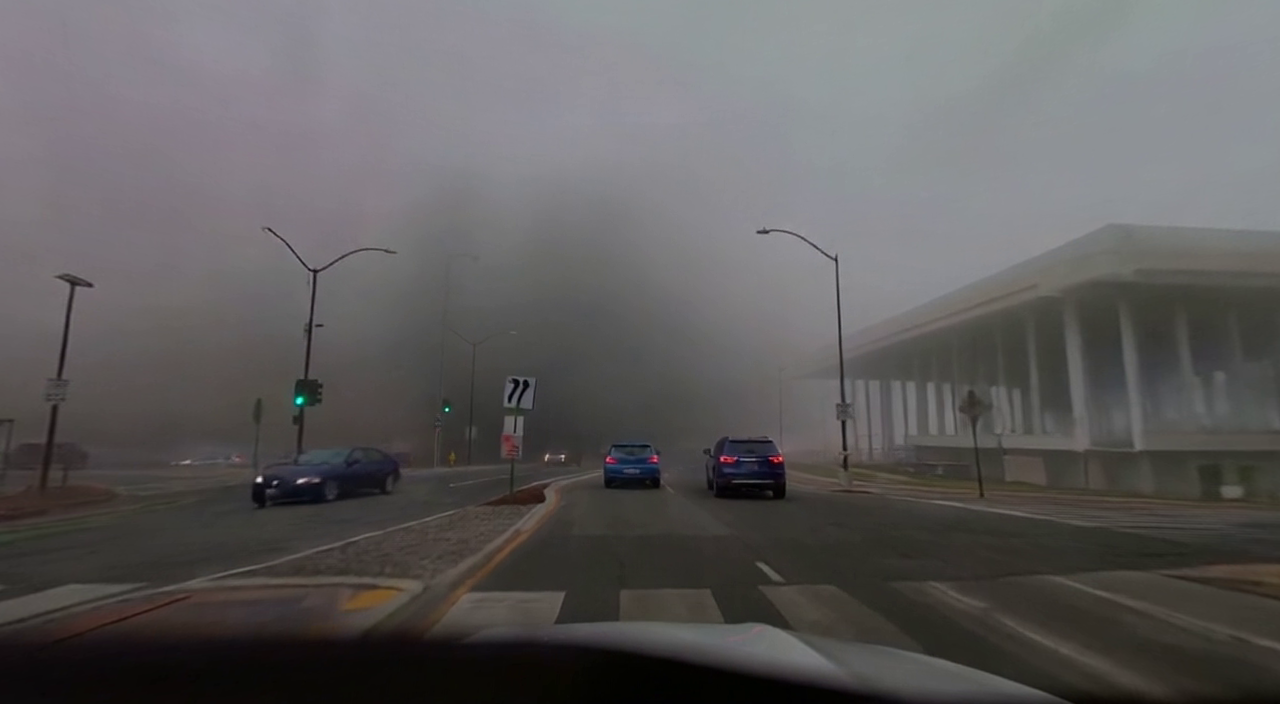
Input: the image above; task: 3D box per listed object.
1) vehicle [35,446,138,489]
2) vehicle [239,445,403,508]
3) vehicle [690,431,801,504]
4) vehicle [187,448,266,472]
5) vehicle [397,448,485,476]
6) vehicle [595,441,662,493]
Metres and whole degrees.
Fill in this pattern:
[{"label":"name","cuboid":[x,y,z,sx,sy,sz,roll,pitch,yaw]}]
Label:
[{"label":"vehicle","cuboid":[-22.123,4.520,25.136,4.653,1.459,2.228,-6,-10,39]},{"label":"vehicle","cuboid":[-8.778,3.443,17.996,2.121,1.513,4.827,0,-9,1]},{"label":"vehicle","cuboid":[2.792,3.217,18.069,2.320,1.772,4.872,0,-9,0]},{"label":"vehicle","cuboid":[-31.899,8.304,48.780,1.951,1.743,4.619,-5,-10,26]},{"label":"vehicle","cuboid":[-11.366,6.270,36.146,2.012,1.490,4.351,-9,-12,44]},{"label":"vehicle","cuboid":[-0.378,3.982,22.205,2.132,1.632,3.889,0,-9,0]}]
